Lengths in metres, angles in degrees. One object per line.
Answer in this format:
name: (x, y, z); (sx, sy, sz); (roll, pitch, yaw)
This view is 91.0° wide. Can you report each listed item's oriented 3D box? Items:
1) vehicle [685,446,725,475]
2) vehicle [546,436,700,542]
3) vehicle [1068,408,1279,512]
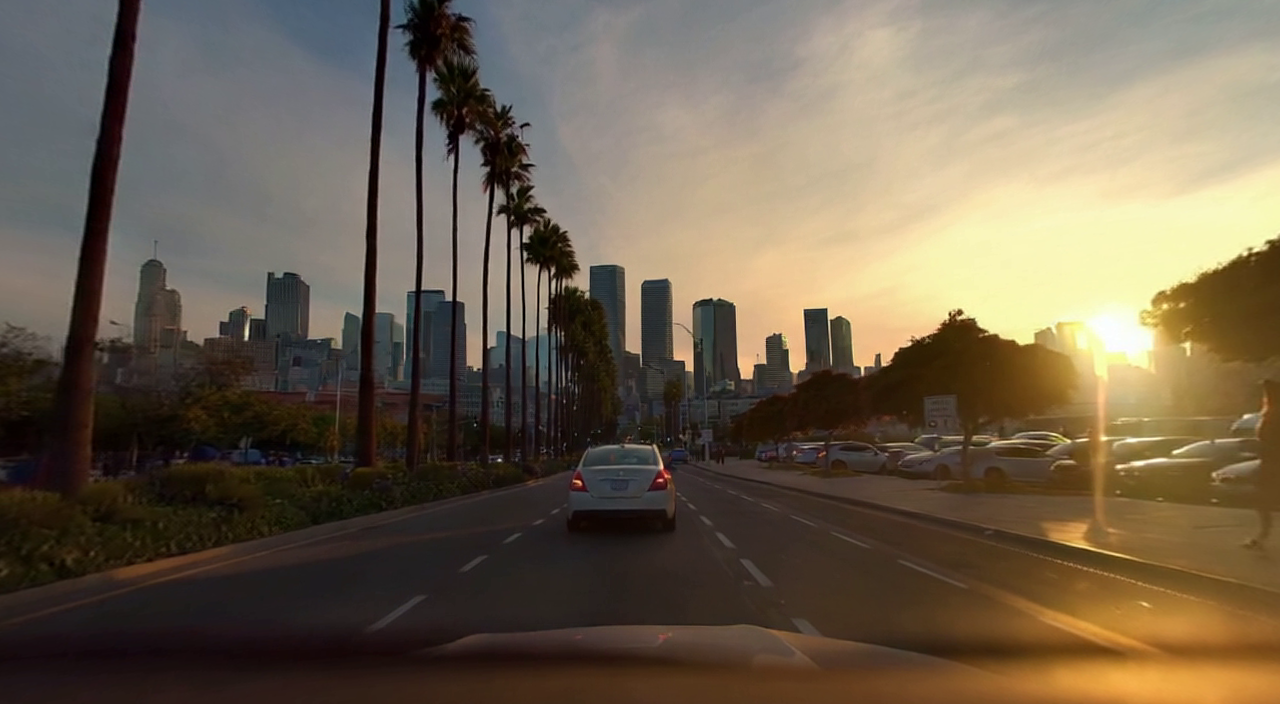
vehicle: (4.317, 7.270, 42.452); (2.136, 1.774, 4.778); (0, -9, 0)
vehicle: (-0.240, 2.288, 11.158); (2.235, 1.528, 3.876); (0, -9, 0)
vehicle: (12.914, 2.262, 13.657); (5.301, 1.962, 2.431); (-3, -8, 4)
